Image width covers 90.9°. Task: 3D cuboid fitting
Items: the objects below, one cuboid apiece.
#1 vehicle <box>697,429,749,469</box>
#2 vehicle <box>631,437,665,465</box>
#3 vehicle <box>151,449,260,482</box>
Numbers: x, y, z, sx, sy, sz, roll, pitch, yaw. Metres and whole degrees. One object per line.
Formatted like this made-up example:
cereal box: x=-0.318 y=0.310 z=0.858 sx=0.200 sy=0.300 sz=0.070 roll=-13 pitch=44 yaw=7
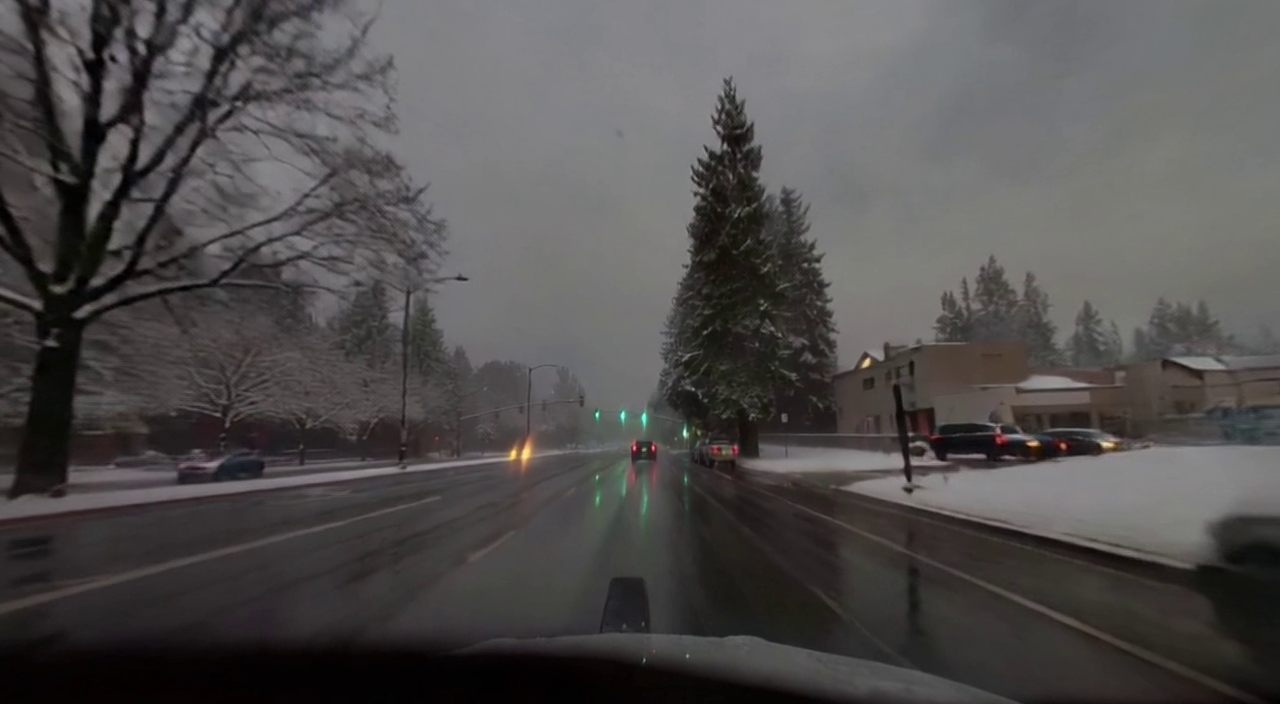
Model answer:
vehicle: x=4.702 y=5.614 z=36.685 sx=2.162 sy=2.080 sz=6.515 roll=0 pitch=-8 yaw=0
vehicle: x=0.553 y=6.771 z=43.277 sx=2.169 sy=1.751 sz=4.276 roll=0 pitch=-8 yaw=1
vehicle: x=-21.022 y=5.472 z=30.740 sx=2.005 sy=1.470 sz=4.520 roll=-1 pitch=-8 yaw=2
